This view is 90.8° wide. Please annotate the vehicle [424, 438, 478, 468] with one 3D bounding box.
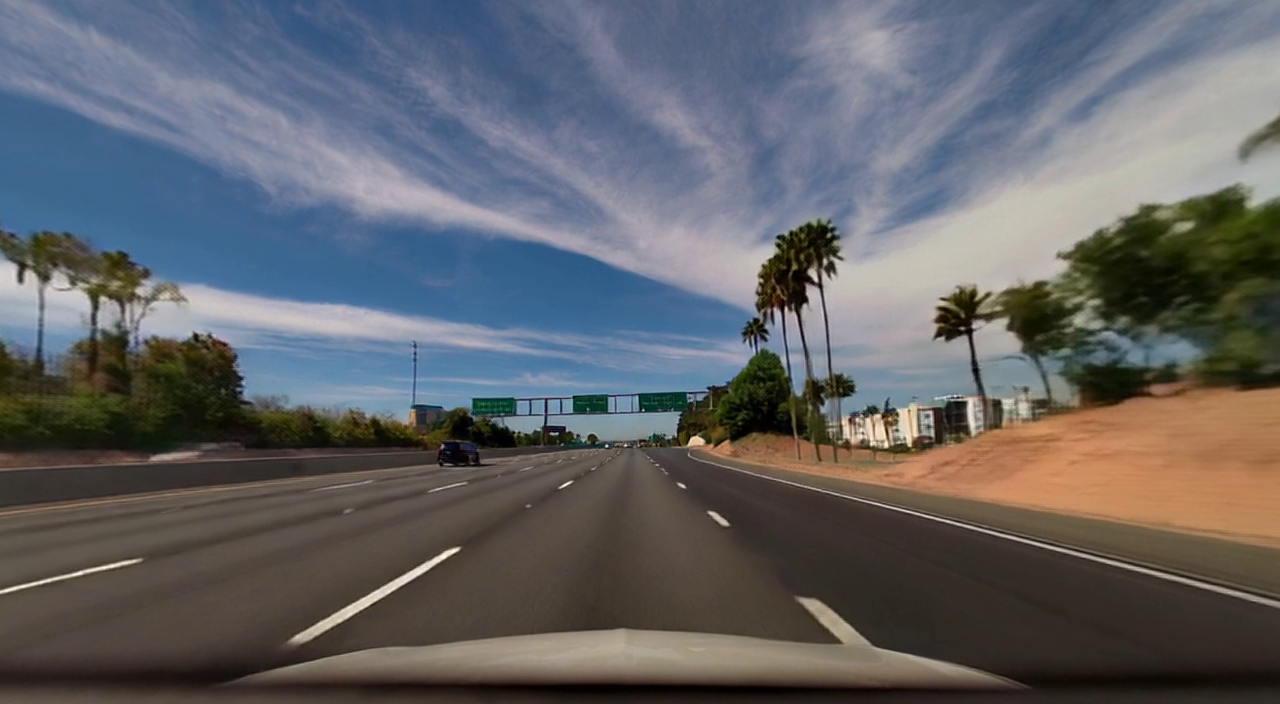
[{"bbox_3d":[-11.848,6.345,39.975,2.016,1.754,4.543,0,-8,0],"label":"vehicle"}]
